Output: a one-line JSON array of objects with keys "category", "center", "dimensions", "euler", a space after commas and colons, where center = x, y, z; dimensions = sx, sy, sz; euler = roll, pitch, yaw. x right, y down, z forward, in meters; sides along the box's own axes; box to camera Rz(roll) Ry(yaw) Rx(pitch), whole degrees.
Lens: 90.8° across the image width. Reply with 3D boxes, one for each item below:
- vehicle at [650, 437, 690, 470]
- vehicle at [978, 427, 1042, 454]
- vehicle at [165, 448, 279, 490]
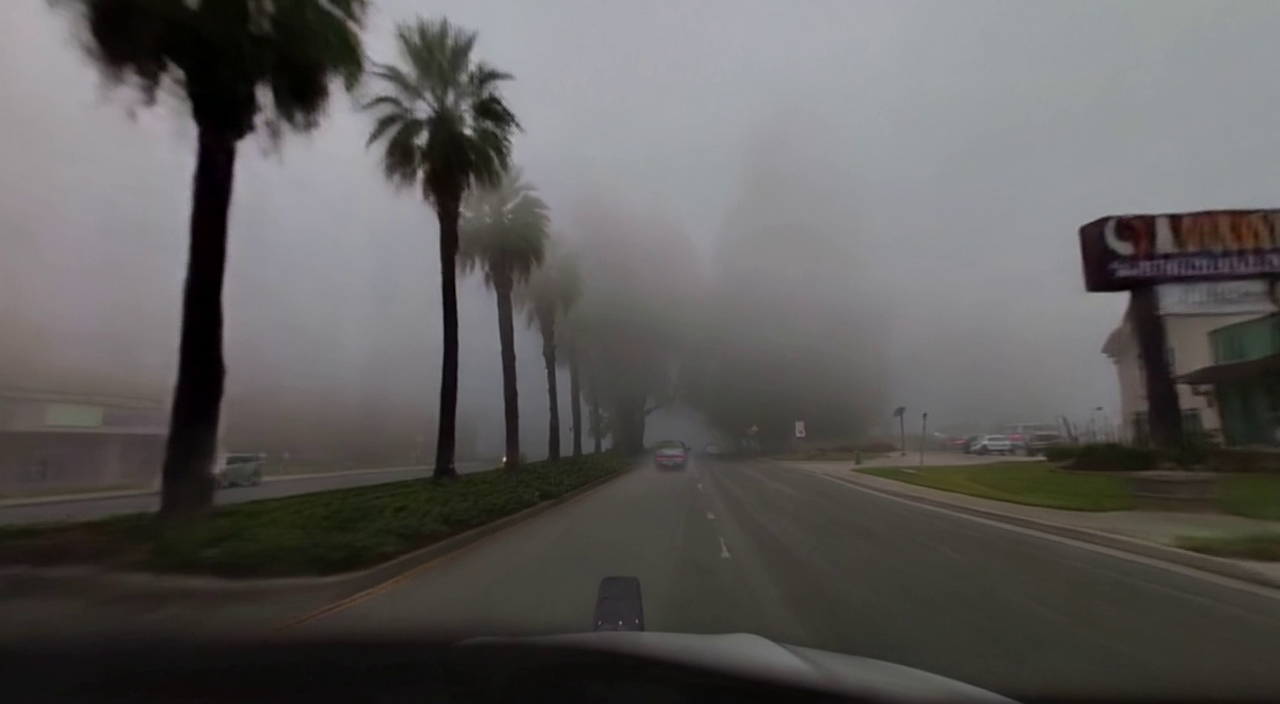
[{"category": "vehicle", "center": [1.787, 5.766, 36.062], "dimensions": [2.147, 1.745, 4.648], "euler": [-1, -8, 5]}, {"category": "vehicle", "center": [26.746, 6.475, 45.908], "dimensions": [2.194, 1.840, 4.659], "euler": [-1, -9, 6]}, {"category": "vehicle", "center": [-21.022, 5.854, 32.065], "dimensions": [2.294, 1.935, 4.783], "euler": [-1, -8, 3]}]
